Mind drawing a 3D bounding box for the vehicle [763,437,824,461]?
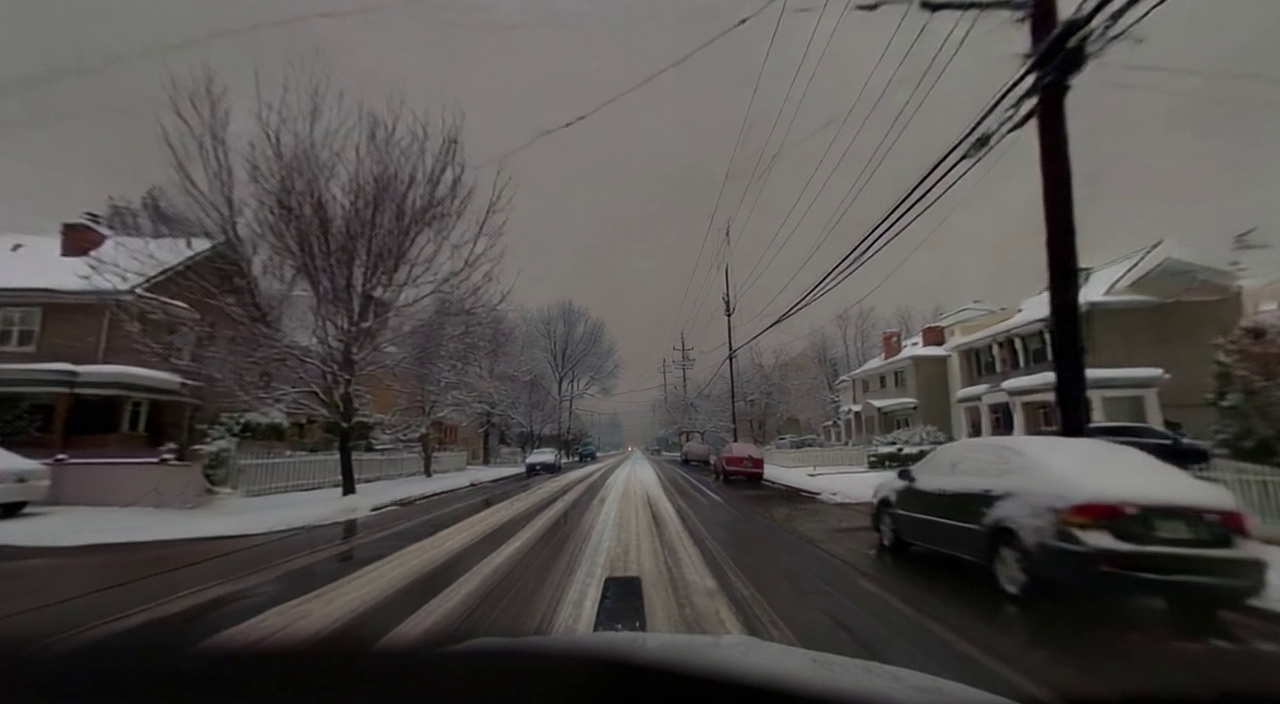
[{"bbox_3d":[11.477,7.299,47.325,4.293,1.657,1.961,-2,-12,15],"label":"vehicle"}]

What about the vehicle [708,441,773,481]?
[{"bbox_3d":[4.211,4.650,27.162,2.020,1.558,3.925,1,-9,-2],"label":"vehicle"}]

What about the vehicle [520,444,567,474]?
[{"bbox_3d":[-5.748,6.428,38.296,1.954,1.551,5.128,-3,-8,1],"label":"vehicle"}]

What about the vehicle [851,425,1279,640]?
[{"bbox_3d":[4.217,1.654,6.987,1.936,1.464,5.141,1,-9,-1],"label":"vehicle"}]
